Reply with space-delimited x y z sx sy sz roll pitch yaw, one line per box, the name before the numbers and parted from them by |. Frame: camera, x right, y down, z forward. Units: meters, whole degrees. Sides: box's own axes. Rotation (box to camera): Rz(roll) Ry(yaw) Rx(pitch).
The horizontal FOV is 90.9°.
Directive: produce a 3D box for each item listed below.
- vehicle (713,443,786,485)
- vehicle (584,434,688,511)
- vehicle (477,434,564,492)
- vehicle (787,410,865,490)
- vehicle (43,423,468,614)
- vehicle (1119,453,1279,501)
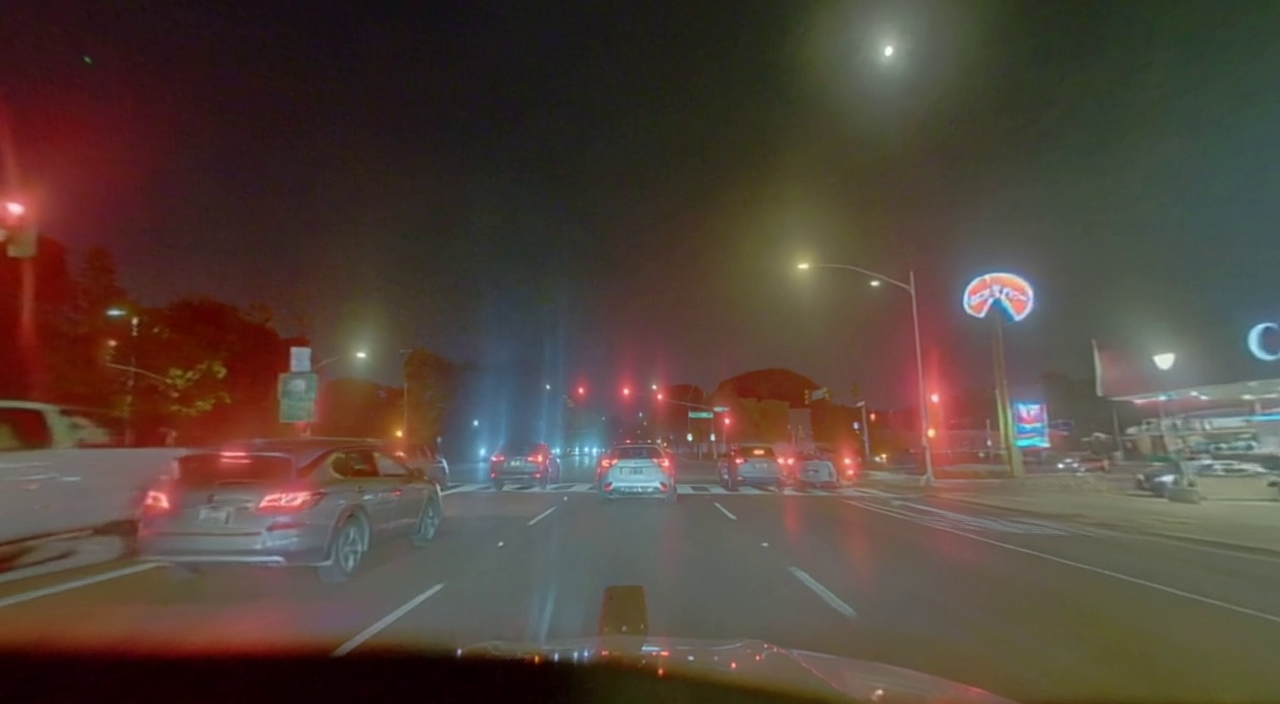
vehicle | 4.175 4.343 24.723 1.979 1.485 4.207 0 -8 -1
vehicle | -0.082 2.770 14.984 2.121 1.563 4.031 0 -8 0
vehicle | -3.714 3.519 20.323 1.983 1.685 3.997 0 -8 0
vehicle | 8.461 4.467 28.900 2.613 3.281 2.673 5 -8 0
vehicle | -3.706 1.670 7.408 1.992 1.493 4.688 0 -8 1
vehicle | 19.026 4.139 21.061 4.367 1.475 1.815 -1 -8 7
